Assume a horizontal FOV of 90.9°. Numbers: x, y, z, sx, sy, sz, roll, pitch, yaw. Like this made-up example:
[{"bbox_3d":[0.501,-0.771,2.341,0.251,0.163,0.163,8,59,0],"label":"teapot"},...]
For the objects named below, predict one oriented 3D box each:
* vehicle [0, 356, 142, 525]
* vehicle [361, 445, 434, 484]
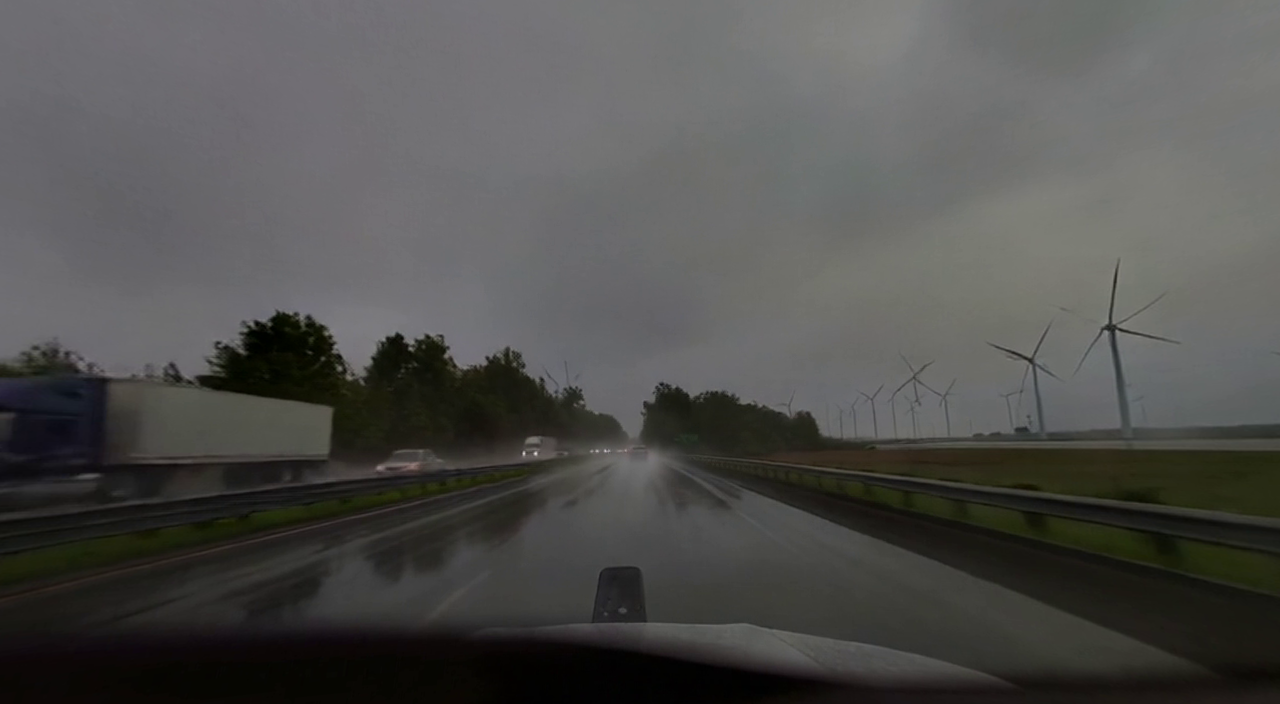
[{"bbox_3d":[-16.524,2.234,15.720,3.031,3.931,6.017,0,-9,0],"label":"vehicle"},{"bbox_3d":[-12.117,5.660,31.820,1.925,1.809,4.234,0,-9,0],"label":"vehicle"}]
